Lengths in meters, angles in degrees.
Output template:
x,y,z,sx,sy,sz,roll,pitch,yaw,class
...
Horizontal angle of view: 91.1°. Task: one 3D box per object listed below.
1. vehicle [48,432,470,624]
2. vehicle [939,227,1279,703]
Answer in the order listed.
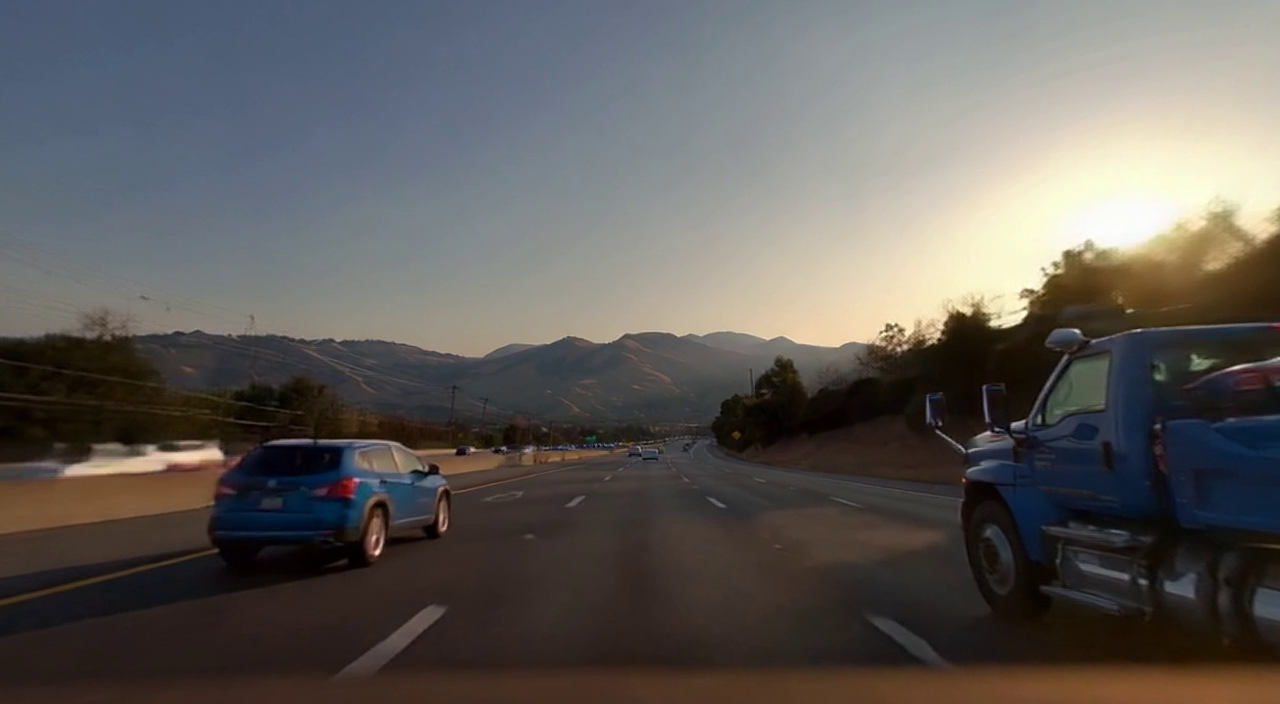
x,y,z,sx,sy,sz,roll,pitch,yaw,class
-3.632,1.742,7.288,1.974,1.493,4.563,0,-9,1,vehicle
3.662,0.552,1.622,2.538,2.228,6.370,0,-9,-1,vehicle
